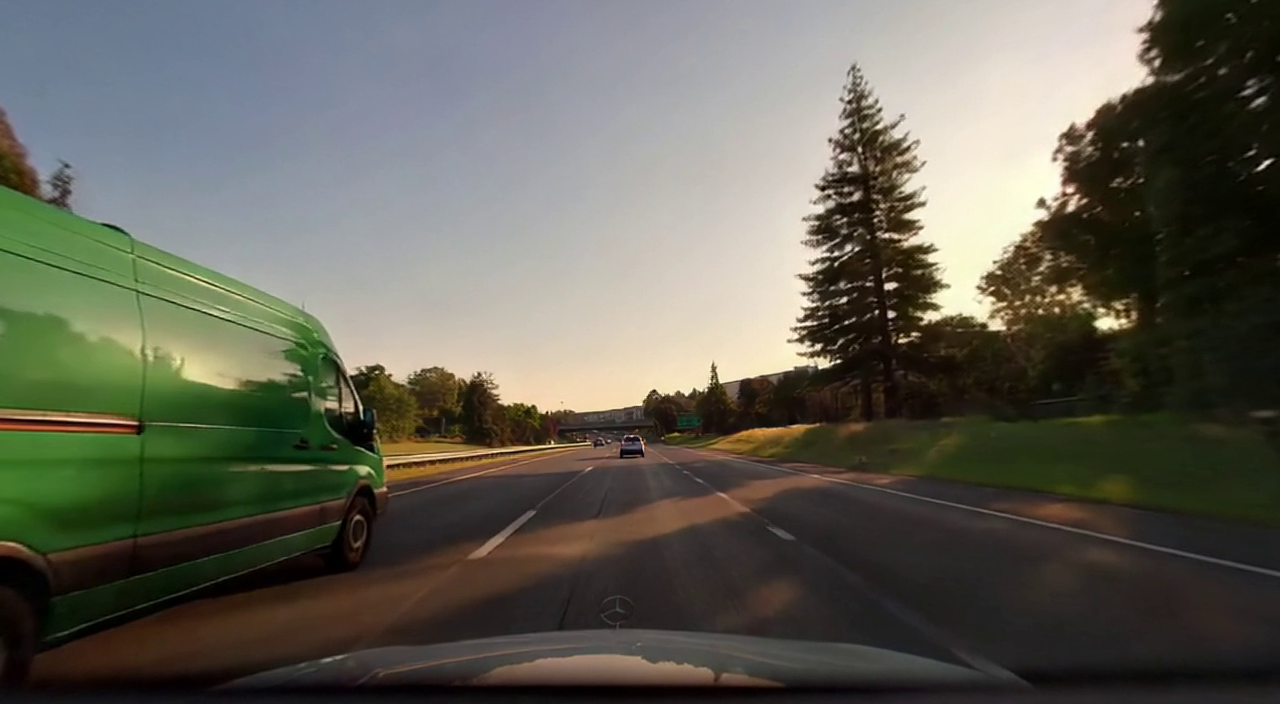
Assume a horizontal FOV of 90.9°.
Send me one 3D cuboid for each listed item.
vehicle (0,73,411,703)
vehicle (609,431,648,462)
[{"bbox_3d":[-3.505,0.474,3.397,2.424,2.577,5.828,0,-8,-1],"label":"vehicle"},{"bbox_3d":[-0.655,5.332,35.741,2.104,1.646,4.176,0,-8,-1],"label":"vehicle"}]
